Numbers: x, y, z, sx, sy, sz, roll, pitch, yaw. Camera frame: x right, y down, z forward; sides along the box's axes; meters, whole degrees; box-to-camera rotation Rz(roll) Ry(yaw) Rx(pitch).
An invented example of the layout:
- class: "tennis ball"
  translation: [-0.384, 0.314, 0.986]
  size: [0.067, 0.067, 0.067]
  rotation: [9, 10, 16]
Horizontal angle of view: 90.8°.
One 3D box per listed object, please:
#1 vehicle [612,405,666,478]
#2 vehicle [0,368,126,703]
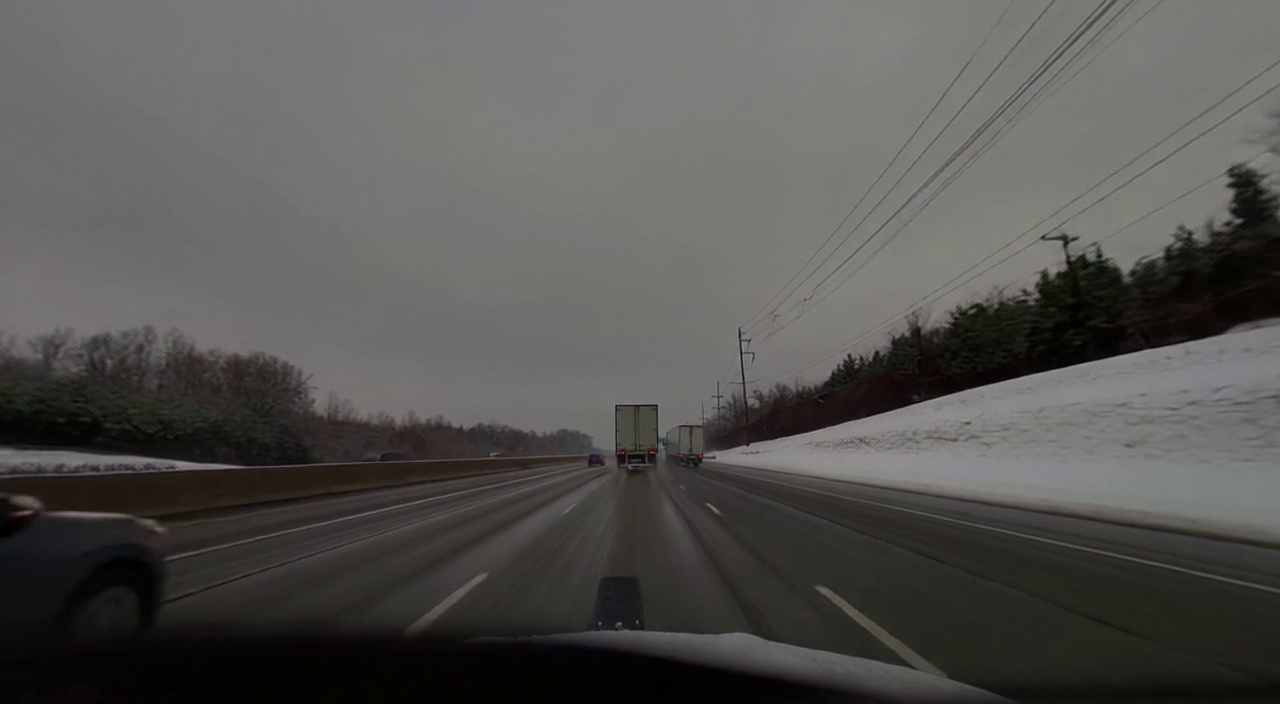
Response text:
- class: "vehicle"
  translation: [-0.073, 5.786, 40.455]
  size: [2.985, 4.025, 10.982]
  rotation: [0, -9, 0]
- class: "vehicle"
  translation: [-3.851, 0.681, 1.240]
  size: [2.050, 1.679, 4.253]
  rotation: [0, -9, 0]
